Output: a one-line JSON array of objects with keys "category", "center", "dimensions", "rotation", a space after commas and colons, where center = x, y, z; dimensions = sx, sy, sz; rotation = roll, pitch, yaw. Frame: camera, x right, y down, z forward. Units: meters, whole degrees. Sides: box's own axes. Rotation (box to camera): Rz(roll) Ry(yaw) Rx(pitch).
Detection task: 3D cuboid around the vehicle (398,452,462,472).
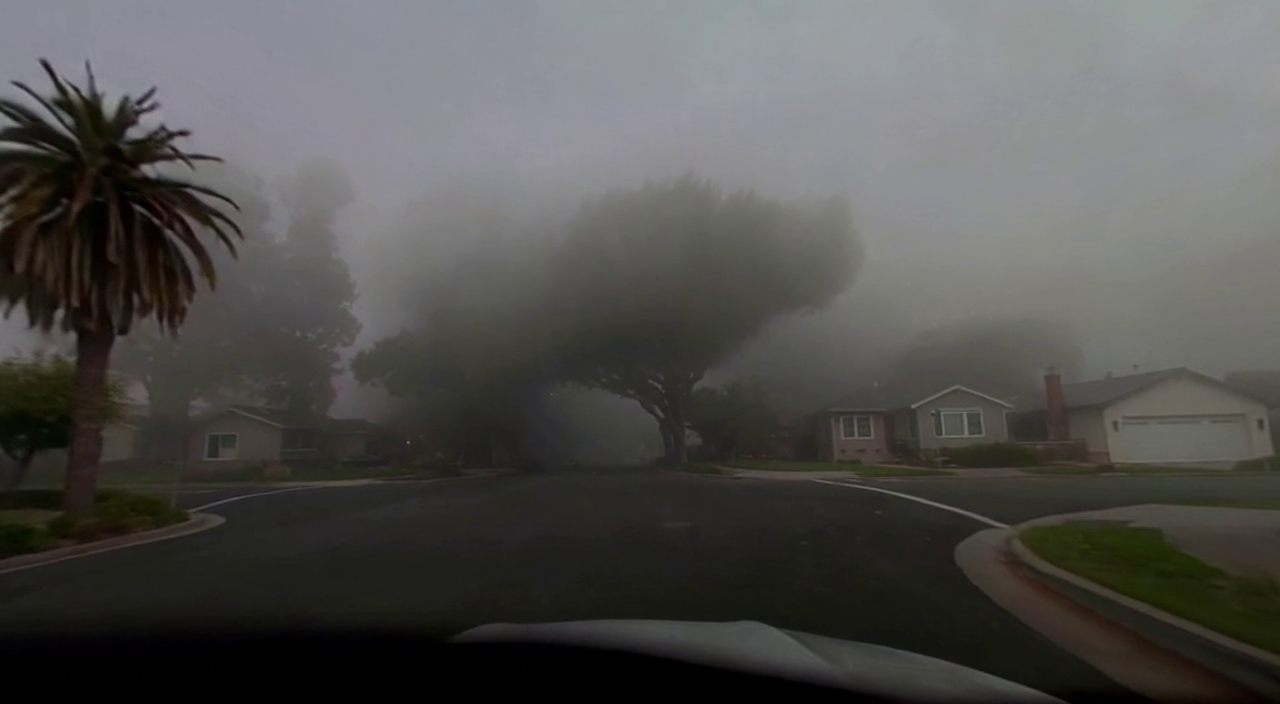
[{"category": "vehicle", "center": [-16.559, 8.656, 49.967], "dimensions": [4.358, 1.516, 2.077], "rotation": [1, -9, -4]}]
